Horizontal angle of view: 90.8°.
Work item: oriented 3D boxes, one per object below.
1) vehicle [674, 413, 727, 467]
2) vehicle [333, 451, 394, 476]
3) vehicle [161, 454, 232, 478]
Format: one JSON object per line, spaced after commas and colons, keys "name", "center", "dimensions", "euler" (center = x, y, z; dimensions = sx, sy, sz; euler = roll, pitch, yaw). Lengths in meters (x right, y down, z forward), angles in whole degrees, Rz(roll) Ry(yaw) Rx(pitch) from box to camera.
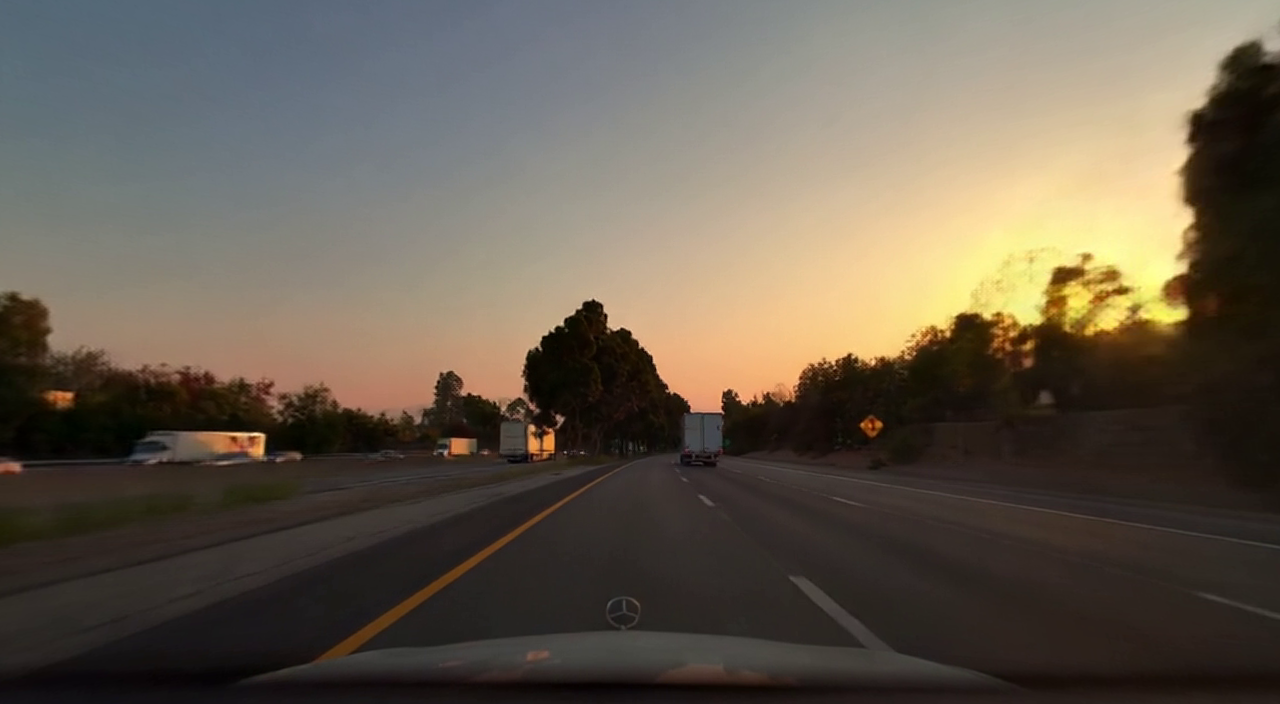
{"name": "vehicle", "center": [4.442, 6.971, 49.170], "dimensions": [2.928, 3.595, 13.975], "euler": [0, -9, 1]}
{"name": "vehicle", "center": [-17.622, 7.095, 40.382], "dimensions": [1.833, 1.438, 4.011], "euler": [-1, -9, 5]}
{"name": "vehicle", "center": [-29.229, 7.489, 41.715], "dimensions": [1.805, 1.458, 3.709], "euler": [-1, -9, 5]}
